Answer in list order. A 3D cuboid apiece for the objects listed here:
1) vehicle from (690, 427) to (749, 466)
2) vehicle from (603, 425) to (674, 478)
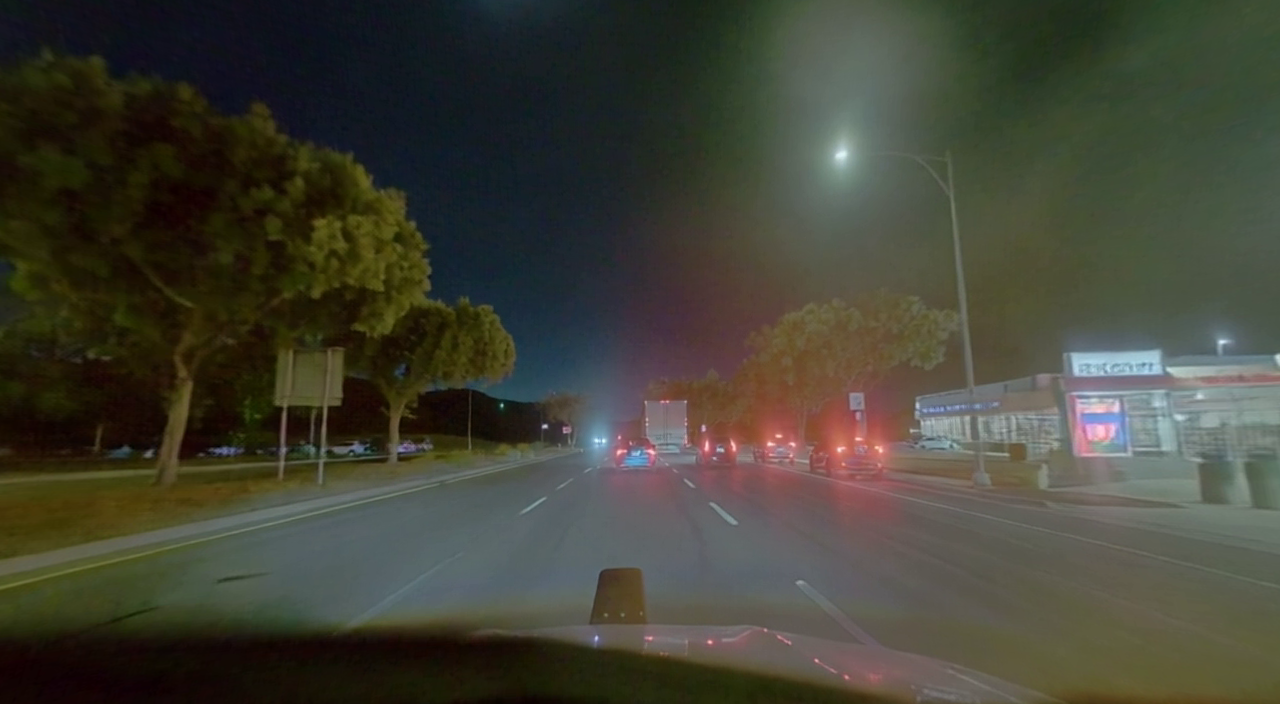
[{"bbox_3d":[3.641,4.420,29.508,2.088,1.655,4.360,0,-8,-2],"label":"vehicle"},{"bbox_3d":[-0.097,3.400,21.668,2.193,1.651,3.946,0,-8,-1],"label":"vehicle"}]
